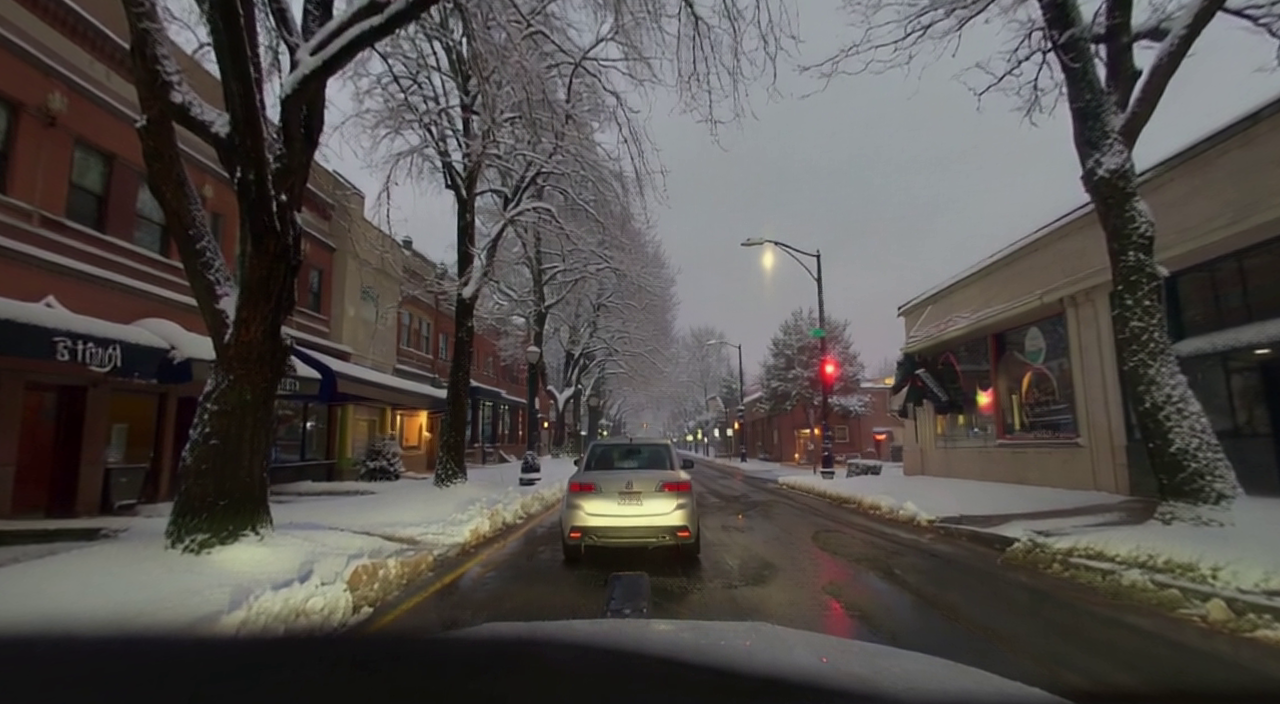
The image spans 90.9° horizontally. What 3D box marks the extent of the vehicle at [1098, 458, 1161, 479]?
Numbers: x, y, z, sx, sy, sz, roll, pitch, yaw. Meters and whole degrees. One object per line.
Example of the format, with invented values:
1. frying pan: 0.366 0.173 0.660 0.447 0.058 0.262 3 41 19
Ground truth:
1. vehicle: 37.103 8.819 47.799 3.445 1.363 1.608 2 -8 -1

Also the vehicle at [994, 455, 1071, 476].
1. vehicle: 29.816 8.599 47.920 4.668 1.441 1.904 1 -9 -6

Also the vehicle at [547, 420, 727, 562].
1. vehicle: -0.080 1.901 9.315 2.079 1.621 3.861 0 -8 -1
